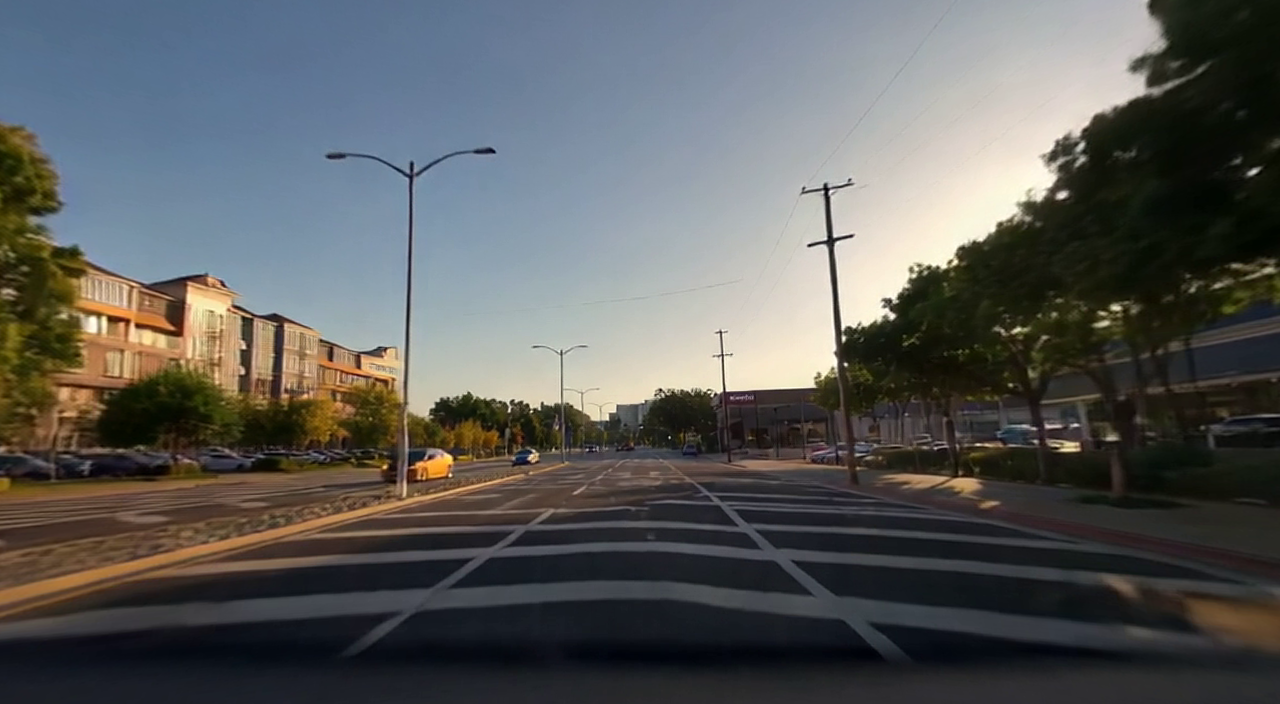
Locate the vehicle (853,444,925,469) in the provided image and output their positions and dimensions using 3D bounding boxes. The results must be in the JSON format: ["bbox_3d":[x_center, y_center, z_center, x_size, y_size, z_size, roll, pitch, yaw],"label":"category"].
[{"bbox_3d":[16.856,7.016,42.473,4.313,1.584,2.282,5,-9,-29],"label":"vehicle"}]

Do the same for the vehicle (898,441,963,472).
[{"bbox_3d":[18.855,6.734,40.675,3.754,1.844,2.002,5,-10,-32],"label":"vehicle"}]

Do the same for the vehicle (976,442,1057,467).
[{"bbox_3d":[27.310,7.437,45.607,4.478,1.746,2.159,0,-8,2],"label":"vehicle"}]

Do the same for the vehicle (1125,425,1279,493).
[{"bbox_3d":[17.067,3.033,17.935,4.720,1.769,2.229,1,-9,-6],"label":"vehicle"}]

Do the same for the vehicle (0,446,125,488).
[{"bbox_3d":[-29.097,5.642,31.296,2.199,1.859,5.442,0,-8,-1],"label":"vehicle"}]

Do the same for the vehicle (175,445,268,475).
[{"bbox_3d":[-29.413,7.572,44.178,5.319,1.985,2.410,-2,-9,16],"label":"vehicle"}]
